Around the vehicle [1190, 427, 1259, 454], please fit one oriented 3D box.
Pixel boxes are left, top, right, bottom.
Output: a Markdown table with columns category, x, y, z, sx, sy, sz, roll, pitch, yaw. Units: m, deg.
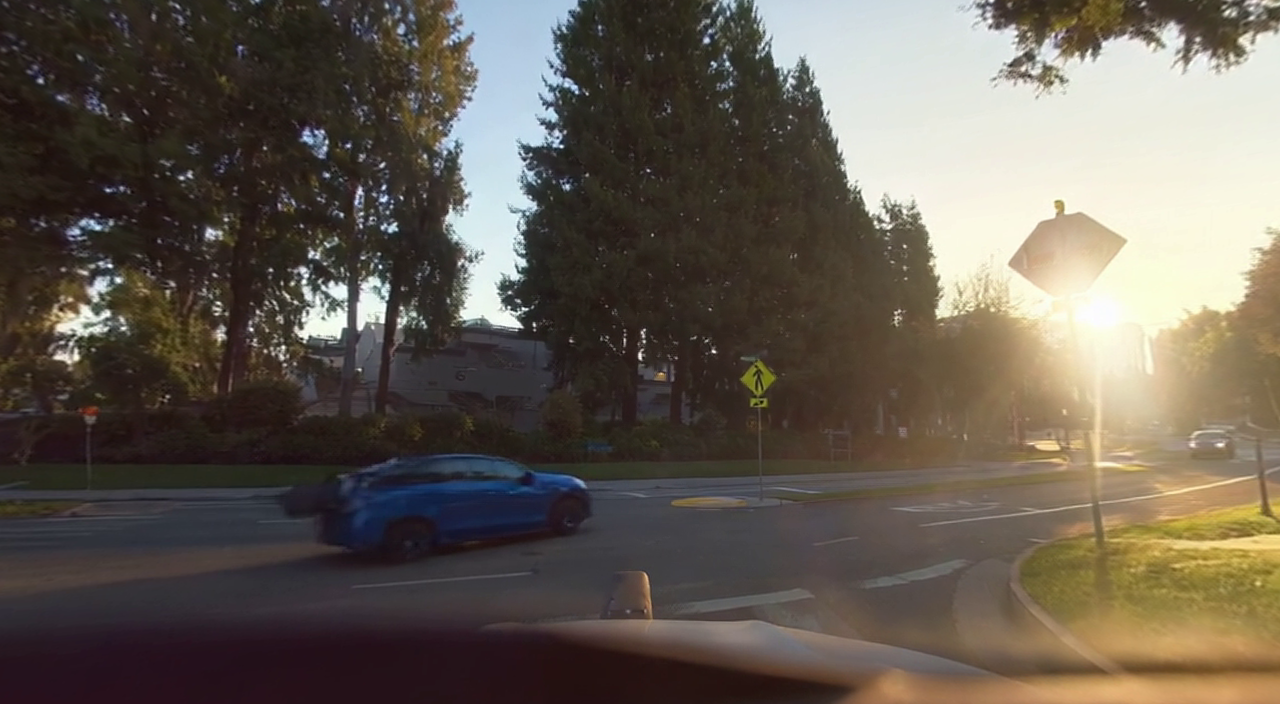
| category | x | y | z | sx | sy | sz | roll | pitch | yaw |
| --- | --- | --- | --- | --- | --- | --- | --- | --- | --- |
| vehicle | 34.714 | 5.280 | 37.387 | 4.473 | 1.474 | 2.108 | 7 | -11 | -37 |
